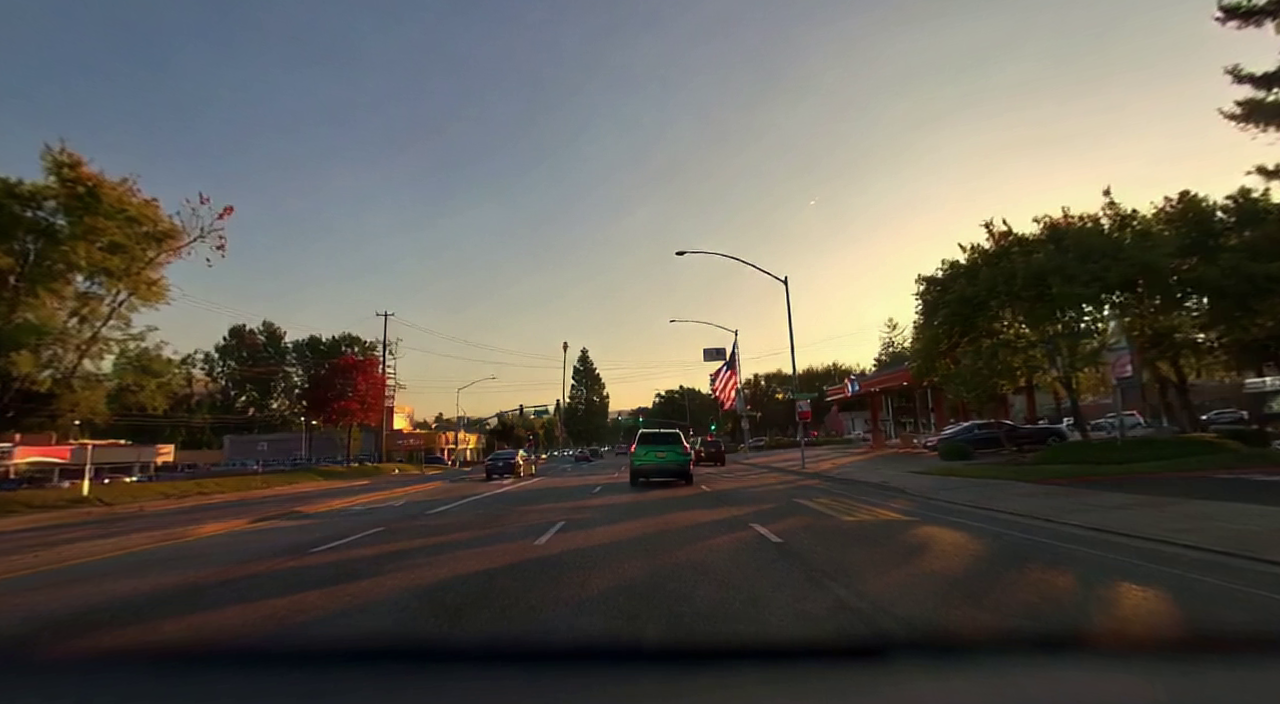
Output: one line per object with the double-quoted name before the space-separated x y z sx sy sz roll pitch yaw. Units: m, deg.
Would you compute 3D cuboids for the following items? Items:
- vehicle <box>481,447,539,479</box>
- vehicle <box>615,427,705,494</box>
"vehicle" -6.663 5.711 32.760 1.966 1.461 4.422 0 -8 1
"vehicle" 0.572 3.443 20.391 2.513 1.854 5.235 0 -8 0
